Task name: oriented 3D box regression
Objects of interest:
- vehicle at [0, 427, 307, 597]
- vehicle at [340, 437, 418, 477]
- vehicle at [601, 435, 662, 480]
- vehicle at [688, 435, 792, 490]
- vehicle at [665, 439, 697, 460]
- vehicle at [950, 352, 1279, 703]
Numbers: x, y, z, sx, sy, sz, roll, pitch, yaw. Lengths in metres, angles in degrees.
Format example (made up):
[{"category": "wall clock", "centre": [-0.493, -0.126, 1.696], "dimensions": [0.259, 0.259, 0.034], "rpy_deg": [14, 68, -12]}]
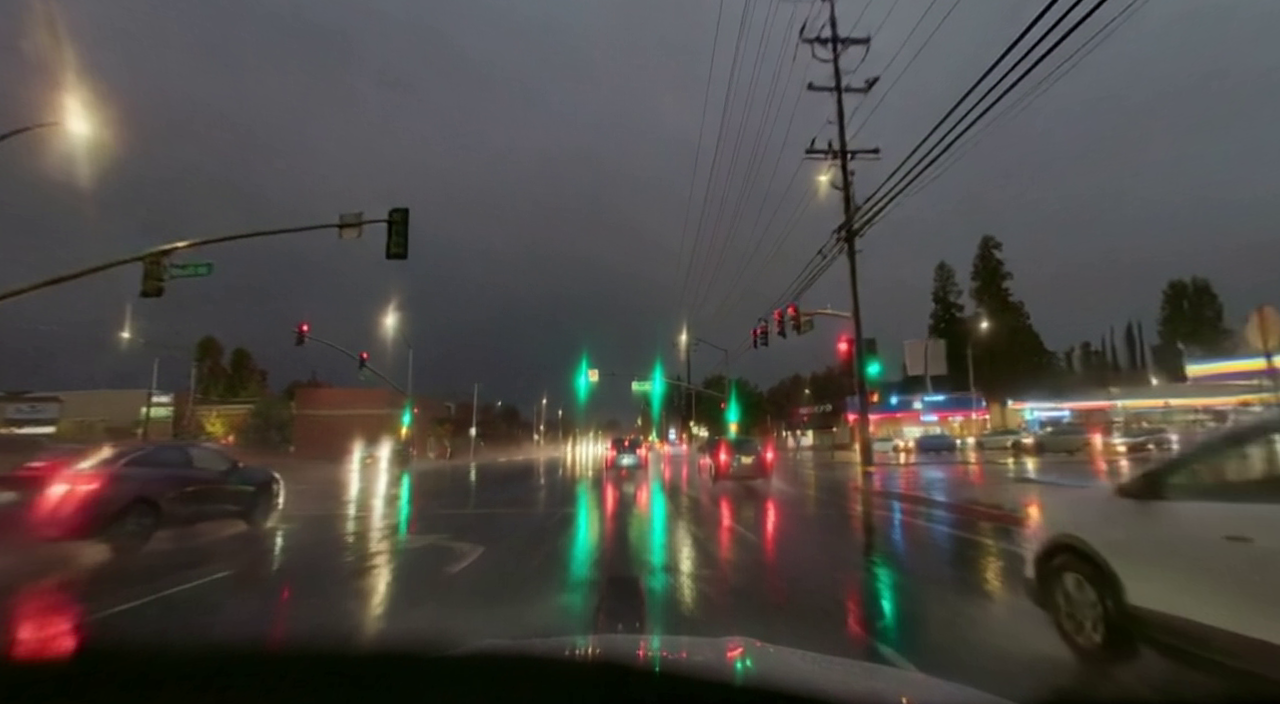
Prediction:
[{"category": "vehicle", "centre": [-6.249, 1.714, 7.679], "dimensions": [2.075, 1.470, 4.190], "rpy_deg": [0, -8, 0]}, {"category": "vehicle", "centre": [-14.449, 5.825, 35.326], "dimensions": [2.233, 2.072, 4.813], "rpy_deg": [0, -8, 0]}, {"category": "vehicle", "centre": [-0.319, 3.809, 23.149], "dimensions": [2.065, 1.484, 3.894], "rpy_deg": [0, -8, -1]}, {"category": "vehicle", "centre": [2.824, 3.261, 19.055], "dimensions": [2.208, 1.436, 4.542], "rpy_deg": [0, -8, -3]}, {"category": "vehicle", "centre": [3.012, 7.274, 47.392], "dimensions": [1.971, 1.477, 4.121], "rpy_deg": [0, -8, -2]}, {"category": "vehicle", "centre": [3.787, 0.882, 2.806], "dimensions": [2.452, 1.682, 4.565], "rpy_deg": [0, -8, 0]}]
